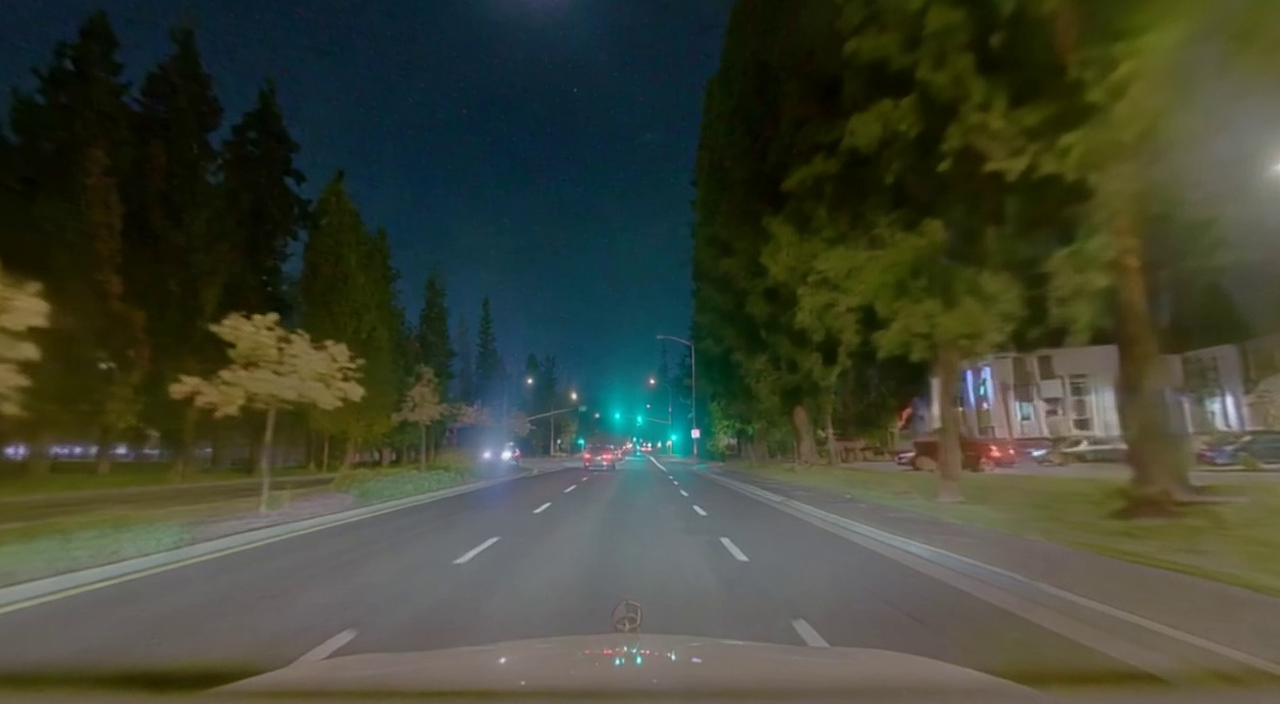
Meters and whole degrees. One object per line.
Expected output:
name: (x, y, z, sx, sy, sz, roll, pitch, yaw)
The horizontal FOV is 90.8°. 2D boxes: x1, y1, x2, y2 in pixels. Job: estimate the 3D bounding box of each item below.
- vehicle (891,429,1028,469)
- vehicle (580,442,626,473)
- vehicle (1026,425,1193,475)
vehicle: (15.464, 4.706, 30.701, 5.604, 1.833, 2.128, 1, -9, -8)
vehicle: (-1.855, 5.510, 33.307, 2.011, 1.498, 4.914, 0, -9, 2)
vehicle: (16.756, 3.496, 22.690, 4.564, 1.663, 2.033, 1, -9, -8)
